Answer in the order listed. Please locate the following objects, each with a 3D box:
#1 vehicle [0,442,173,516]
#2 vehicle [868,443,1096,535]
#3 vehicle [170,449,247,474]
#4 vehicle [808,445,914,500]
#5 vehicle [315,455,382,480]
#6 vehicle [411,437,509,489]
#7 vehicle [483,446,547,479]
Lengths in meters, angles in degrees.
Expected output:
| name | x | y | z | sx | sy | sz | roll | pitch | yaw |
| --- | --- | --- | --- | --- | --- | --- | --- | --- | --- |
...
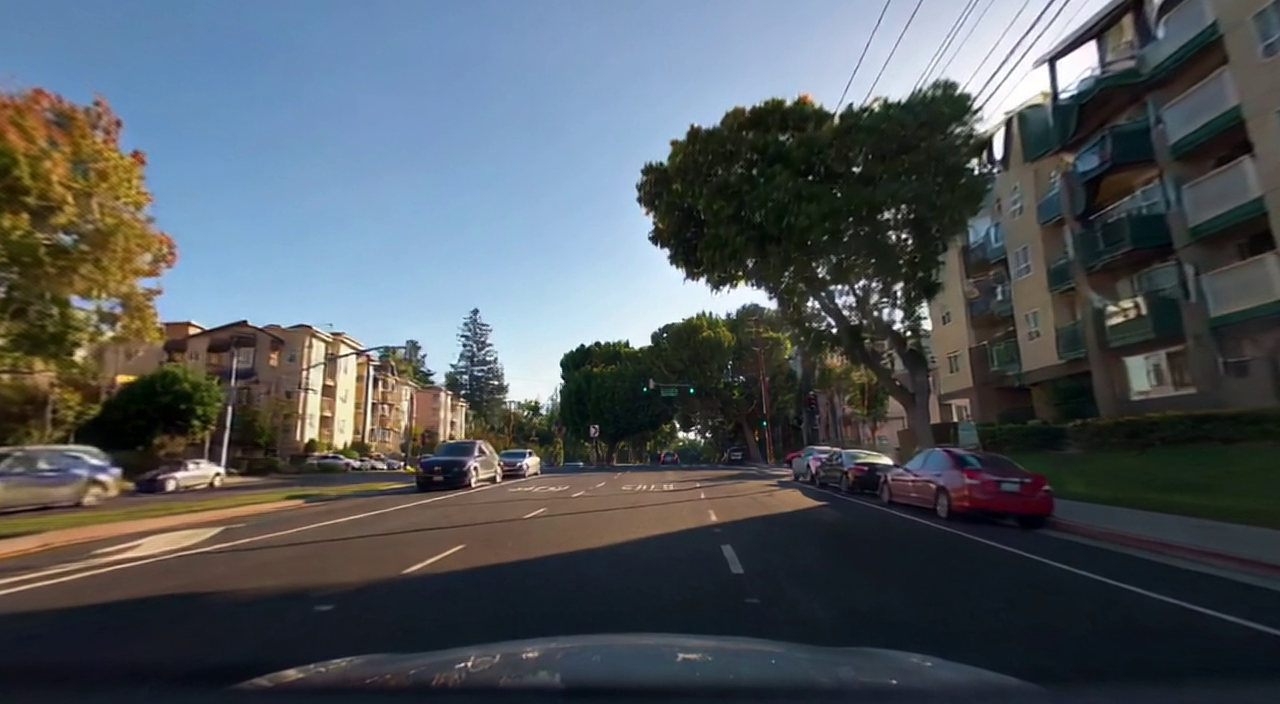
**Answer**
| name | x | y | z | sx | sy | sz | roll | pitch | yaw |
| --- | --- | --- | --- | --- | --- | --- | --- | --- | --- |
| vehicle | -16.030 | 3.379 | 17.458 | 2.284 | 1.738 | 4.773 | -1 | -8 | 4 |
| vehicle | 6.400 | 2.572 | 12.598 | 2.121 | 1.459 | 4.591 | 0 | -8 | 2 |
| vehicle | -30.439 | 7.748 | 44.538 | 4.296 | 1.502 | 1.823 | -5 | -11 | 9 |
| vehicle | 6.624 | 3.617 | 19.482 | 1.839 | 1.461 | 4.645 | 0 | -8 | 3 |
| vehicle | -18.473 | 7.312 | 40.193 | 1.895 | 1.452 | 4.483 | -1 | -8 | 4 |
| vehicle | -6.812 | 4.264 | 24.586 | 2.074 | 1.794 | 4.832 | -1 | -8 | 4 |
| vehicle | -6.138 | 5.455 | 31.530 | 1.953 | 1.471 | 4.744 | 0 | -8 | 4 |
